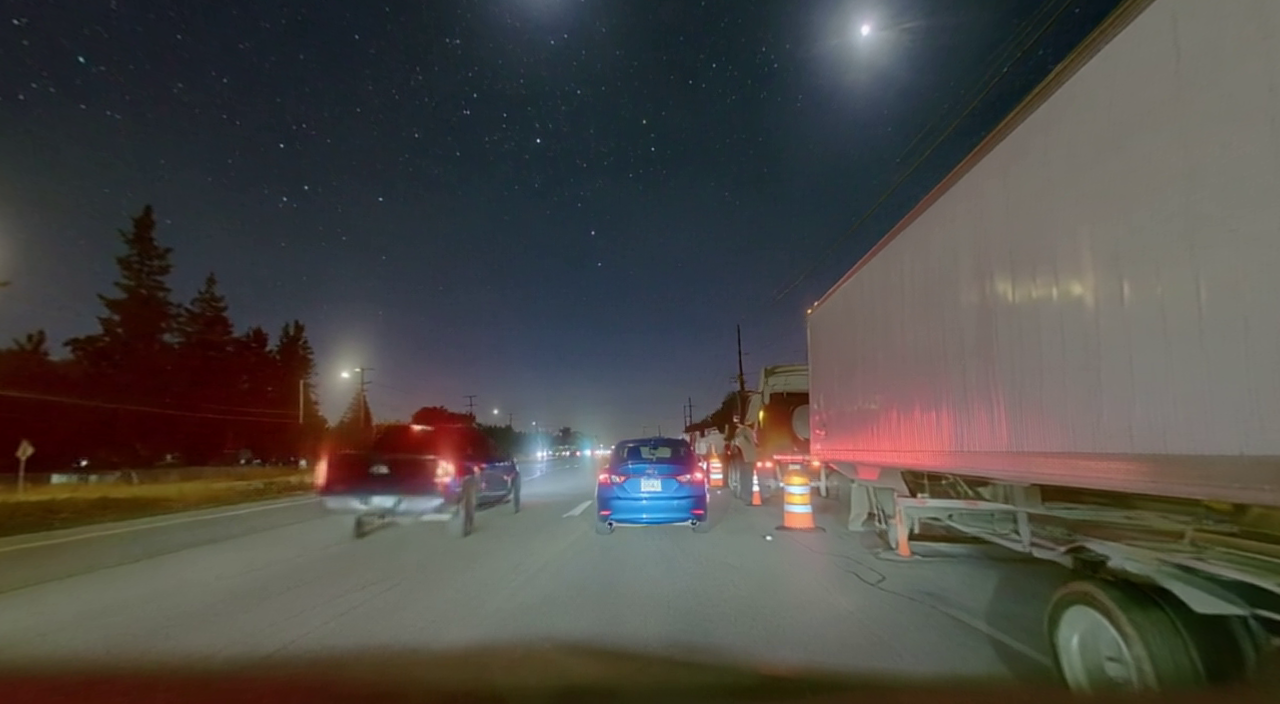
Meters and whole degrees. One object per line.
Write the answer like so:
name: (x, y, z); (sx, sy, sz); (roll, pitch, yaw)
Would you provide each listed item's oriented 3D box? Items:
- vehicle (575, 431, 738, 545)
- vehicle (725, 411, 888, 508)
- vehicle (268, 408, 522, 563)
vehicle: (0.237, 2.108, 10.470); (2.128, 1.473, 4.272); (0, -8, 1)
vehicle: (3.943, 2.736, 16.504); (2.555, 2.017, 6.201); (0, -8, 0)
vehicle: (-3.158, 1.822, 9.263); (1.989, 1.729, 4.184); (0, -8, 1)
